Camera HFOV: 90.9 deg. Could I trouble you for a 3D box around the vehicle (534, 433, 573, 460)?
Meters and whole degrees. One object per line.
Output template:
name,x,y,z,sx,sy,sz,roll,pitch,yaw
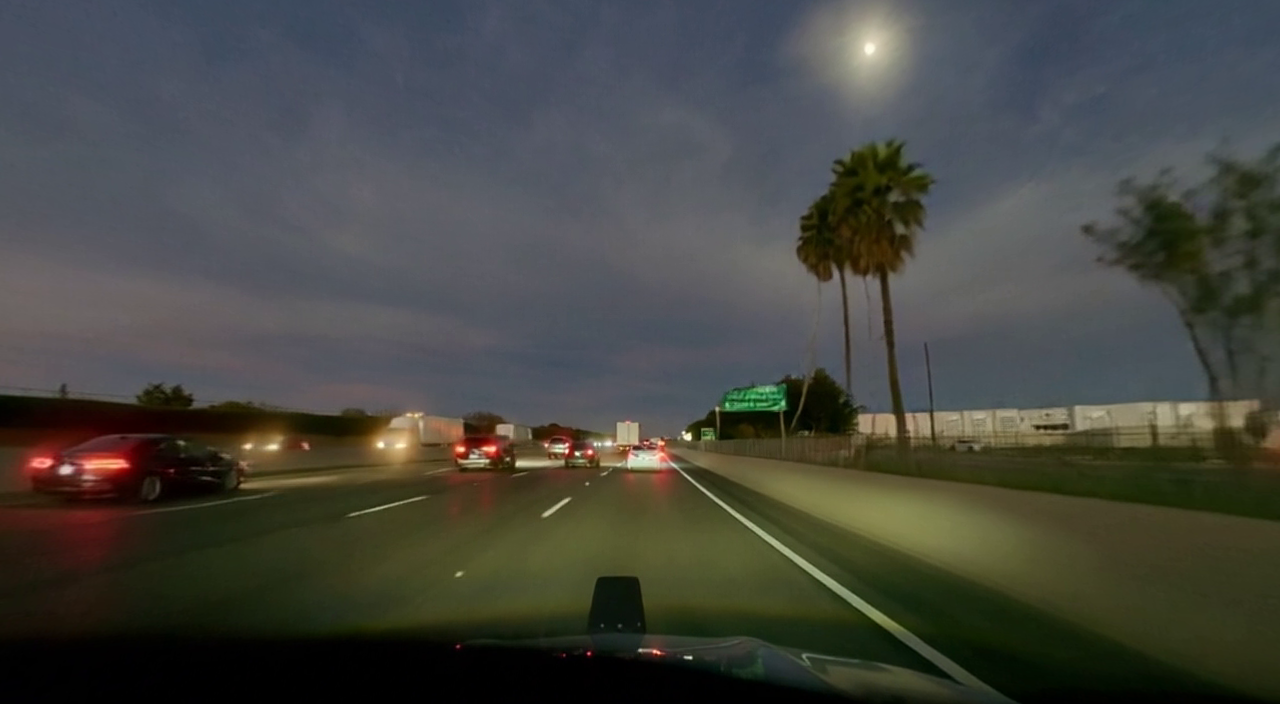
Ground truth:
vehicle,-6.556,7.195,48.205,2.085,1.932,4.967,-1,-8,2

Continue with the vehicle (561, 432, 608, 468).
vehicle,-2.994,5.432,35.105,2.108,1.832,4.549,-1,-8,2

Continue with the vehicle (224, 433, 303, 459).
vehicle,-26.883,6.759,45.306,2.081,1.729,5.567,-1,-8,1

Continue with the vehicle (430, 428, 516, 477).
vehicle,-6.679,4.080,25.869,2.105,1.790,4.689,-1,-8,2

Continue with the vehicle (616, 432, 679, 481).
vehicle,0.288,3.865,23.617,2.136,1.678,4.052,0,-8,1

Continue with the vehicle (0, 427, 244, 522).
vehicle,-10.607,2.342,12.709,1.910,1.501,5.004,-1,-8,2
